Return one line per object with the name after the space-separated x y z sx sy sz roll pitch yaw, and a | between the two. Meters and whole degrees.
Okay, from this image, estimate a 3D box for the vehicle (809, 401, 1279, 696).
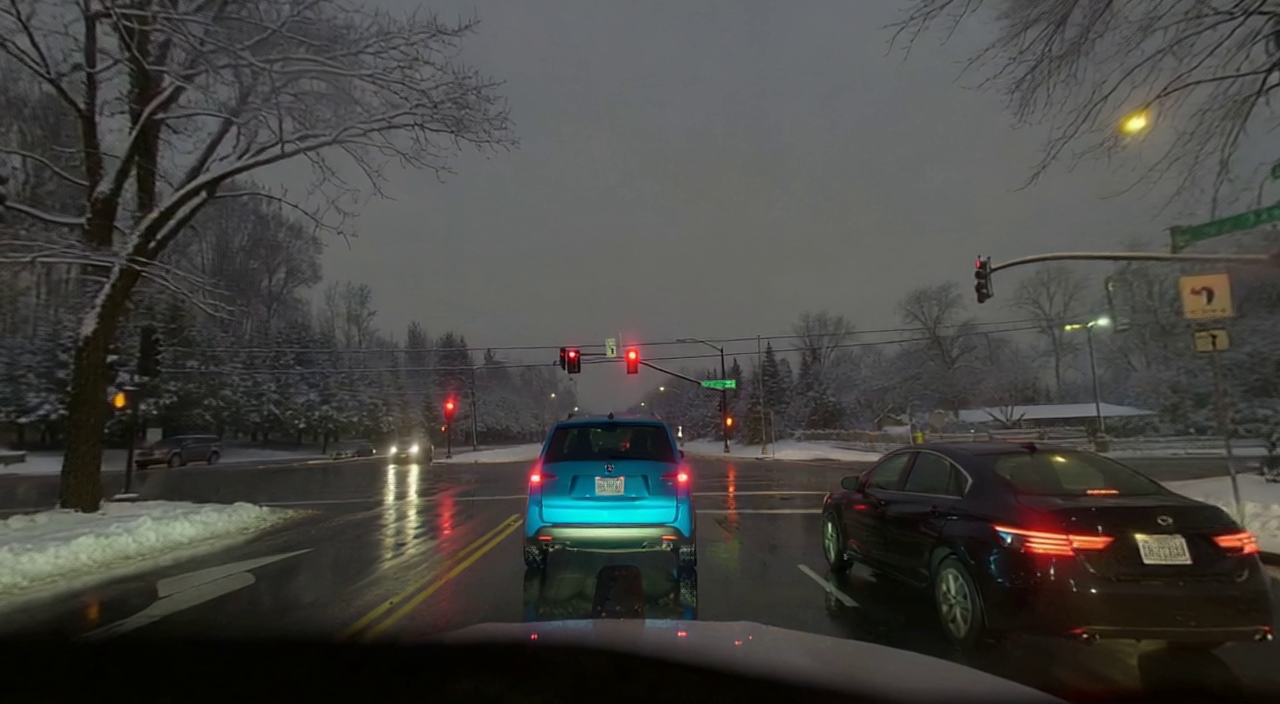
3.172 1.398 5.766 1.932 1.562 4.629 0 -9 0 | vehicle

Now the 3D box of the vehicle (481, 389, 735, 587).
-0.346 1.528 7.832 2.247 1.760 4.231 0 -9 -2 | vehicle
